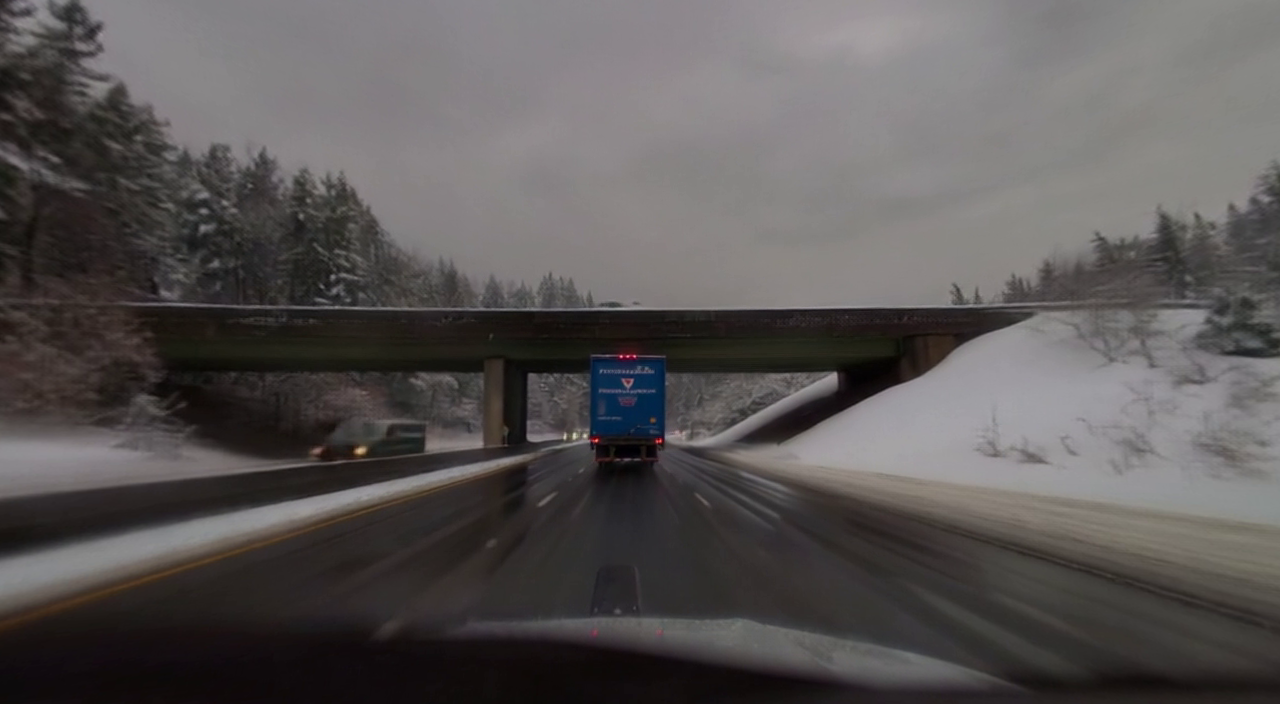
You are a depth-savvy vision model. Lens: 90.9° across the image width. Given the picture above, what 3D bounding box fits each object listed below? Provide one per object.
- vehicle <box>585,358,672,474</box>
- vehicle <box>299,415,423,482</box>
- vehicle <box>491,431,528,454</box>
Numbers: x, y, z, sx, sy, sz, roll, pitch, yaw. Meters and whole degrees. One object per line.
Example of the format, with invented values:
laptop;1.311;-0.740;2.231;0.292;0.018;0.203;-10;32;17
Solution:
vehicle;-0.626;2.795;26.167;2.895;3.861;10.213;0;-8;-3
vehicle;-8.676;3.028;20.097;2.037;1.853;4.336;0;-8;-1
vehicle;-9.116;6.384;44.342;1.828;1.533;3.432;0;-8;1
